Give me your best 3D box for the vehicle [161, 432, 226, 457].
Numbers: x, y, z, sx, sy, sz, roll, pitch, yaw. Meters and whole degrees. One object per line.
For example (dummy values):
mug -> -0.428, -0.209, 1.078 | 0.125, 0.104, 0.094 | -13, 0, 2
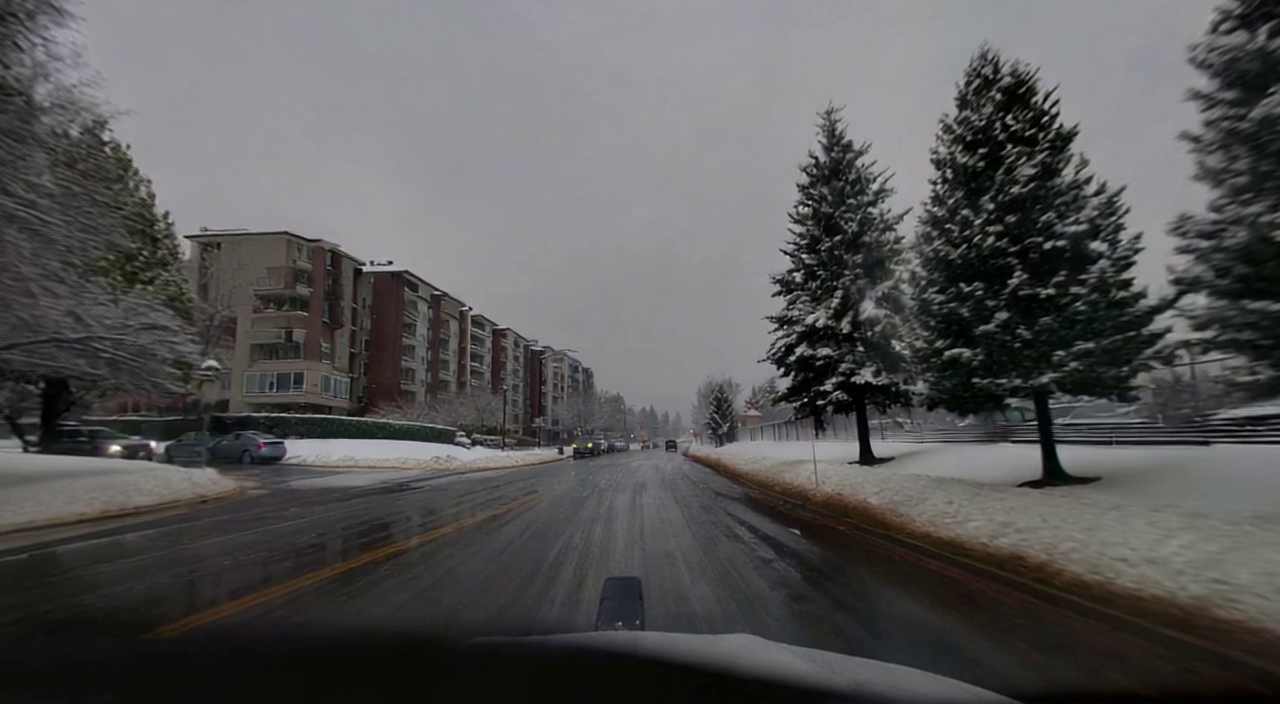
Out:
vehicle -> -29.321, 6.069, 41.449 | 4.245, 1.564, 1.895 | -5, -10, 32

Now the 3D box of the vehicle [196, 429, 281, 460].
vehicle -> -24.674, 5.680, 38.783 | 5.078, 1.794, 2.210 | -5, -10, 30

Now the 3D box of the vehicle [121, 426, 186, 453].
vehicle -> -34.587, 6.254, 44.883 | 4.503, 1.838, 2.069 | -5, -10, 32
